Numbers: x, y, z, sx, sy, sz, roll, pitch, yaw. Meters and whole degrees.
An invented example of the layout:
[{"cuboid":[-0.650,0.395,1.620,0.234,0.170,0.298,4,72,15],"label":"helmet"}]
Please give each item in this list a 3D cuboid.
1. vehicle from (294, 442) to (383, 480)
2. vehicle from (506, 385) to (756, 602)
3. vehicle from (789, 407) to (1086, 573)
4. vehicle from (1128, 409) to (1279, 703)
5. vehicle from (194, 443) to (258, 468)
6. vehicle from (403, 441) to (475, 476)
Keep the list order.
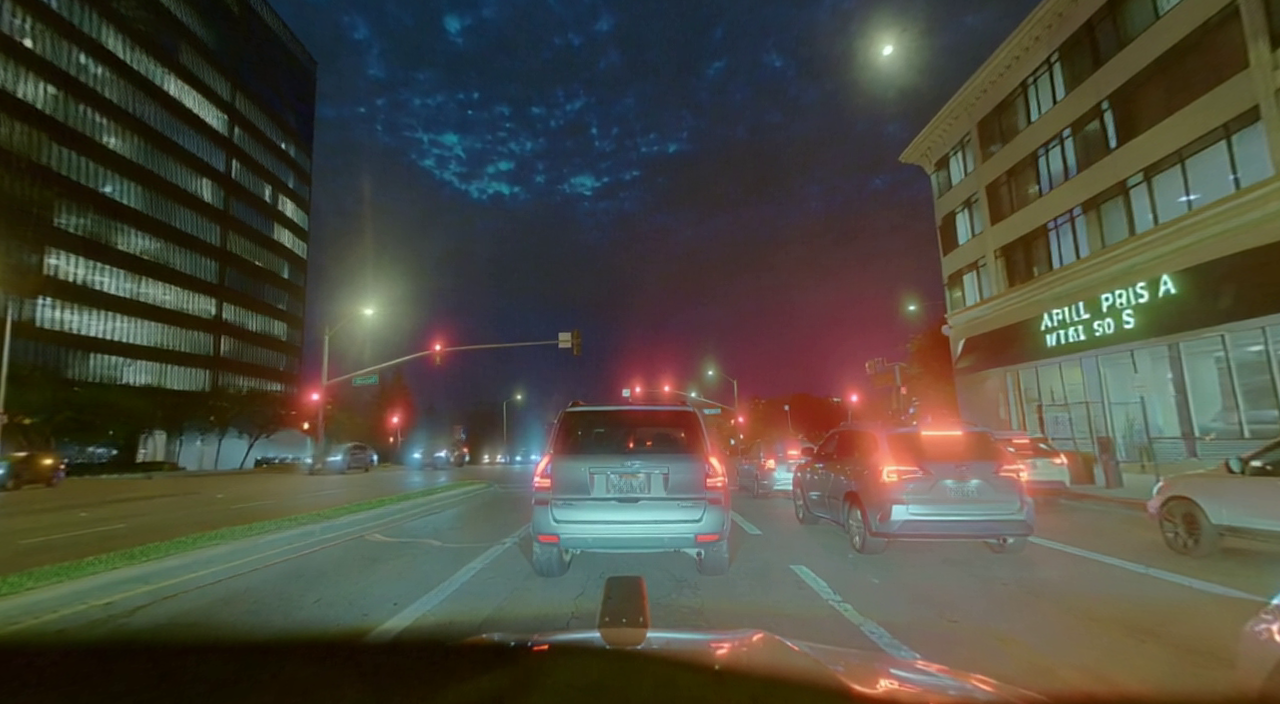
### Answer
[{"cuboid":[-14.826,5.375,31.351,2.102,1.737,4.570,0,-8,1],"label":"vehicle"},{"cuboid":[0.007,1.535,7.684,2.154,1.861,4.280,0,-8,3],"label":"vehicle"},{"cuboid":[3.627,1.756,8.816,2.036,1.719,4.318,0,-8,0],"label":"vehicle"},{"cuboid":[3.368,0.729,0.812,1.884,1.484,4.609,0,-8,2],"label":"vehicle"},{"cuboid":[-27.422,6.870,41.871,1.693,1.563,3.716,0,-8,0],"label":"vehicle"},{"cuboid":[-11.412,6.079,36.284,2.224,1.840,5.290,0,-8,3],"label":"vehicle"}]
